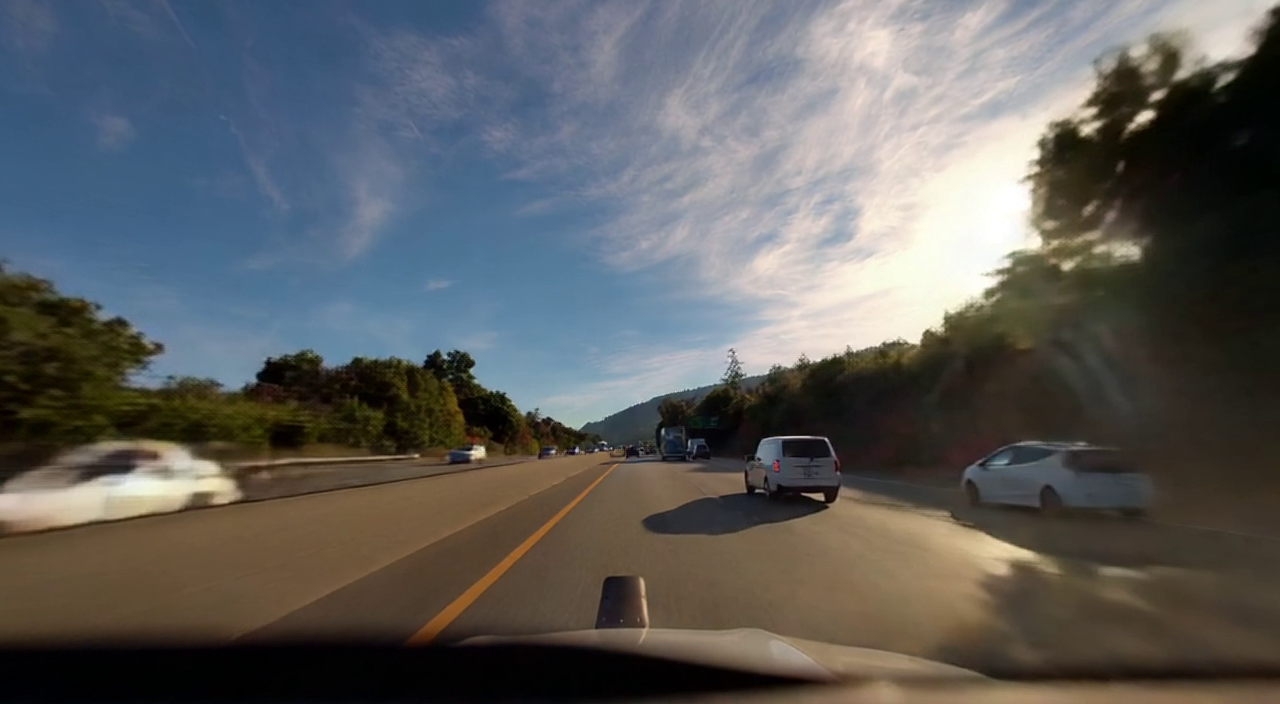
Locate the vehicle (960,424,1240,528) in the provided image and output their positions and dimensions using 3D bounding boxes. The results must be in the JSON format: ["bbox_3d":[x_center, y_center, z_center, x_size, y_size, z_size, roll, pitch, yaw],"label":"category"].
[{"bbox_3d":[8.527,2.337,12.406,2.018,1.636,4.510,0,-9,-1],"label":"vehicle"}]

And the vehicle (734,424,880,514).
[{"bbox_3d":[3.664,2.685,14.886,2.070,1.751,4.576,0,-9,-1],"label":"vehicle"}]
